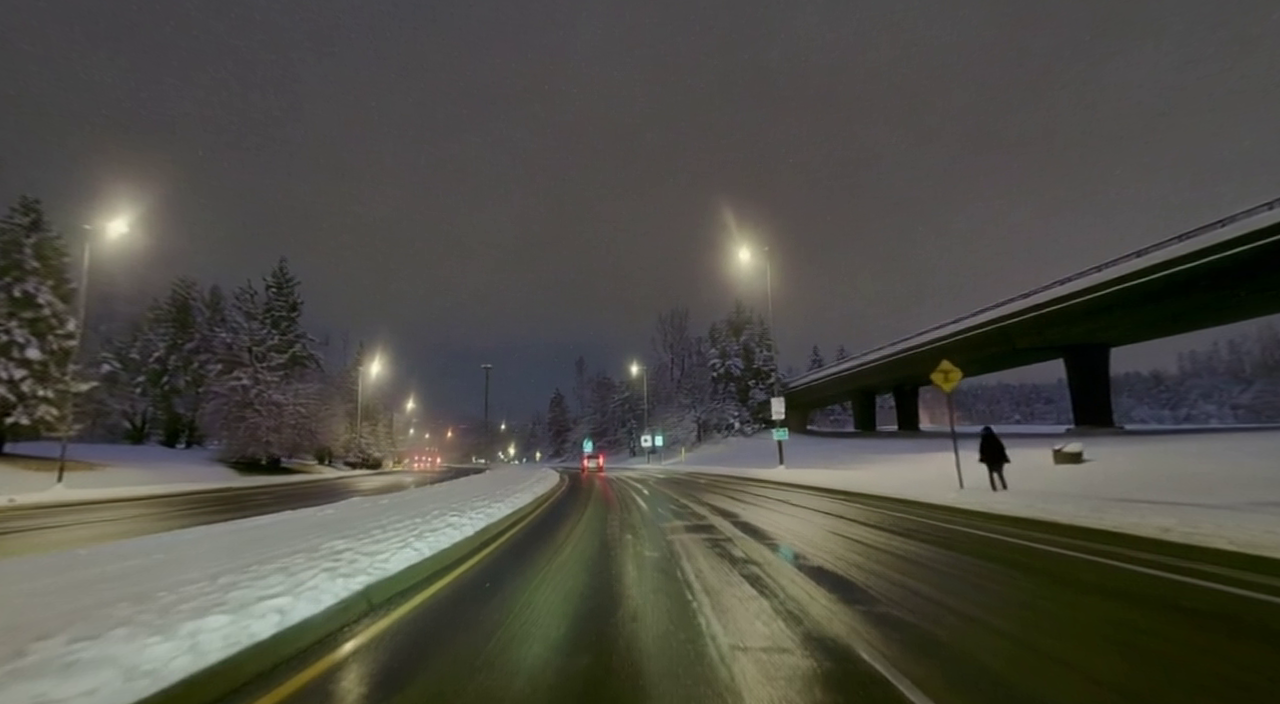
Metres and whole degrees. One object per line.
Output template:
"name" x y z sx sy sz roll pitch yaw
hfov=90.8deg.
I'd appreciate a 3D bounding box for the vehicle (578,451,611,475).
"vehicle" -3.559 8.551 48.713 2.184 1.713 4.231 1 -9 -8
